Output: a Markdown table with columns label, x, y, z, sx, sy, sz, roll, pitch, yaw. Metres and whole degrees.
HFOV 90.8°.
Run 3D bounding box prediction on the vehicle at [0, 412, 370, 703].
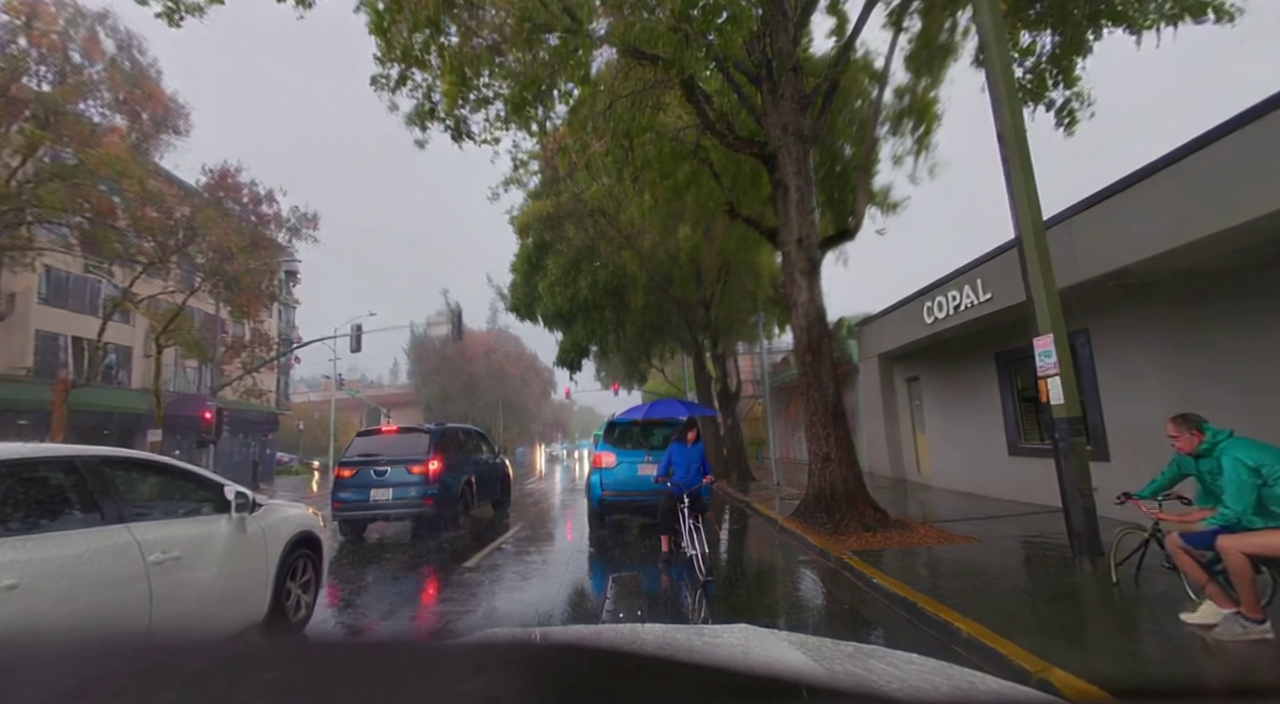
| label | x | y | z | sx | sy | sz | roll | pitch | yaw |
| --- | --- | --- | --- | --- | --- | --- | --- | --- | --- |
| vehicle | -3.554 | 1.173 | 3.694 | 2.064 | 1.486 | 4.140 | 0 | -9 | 1 |

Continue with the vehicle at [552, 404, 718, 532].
| label | x | y | z | sx | sy | sz | roll | pitch | yaw |
| --- | --- | --- | --- | --- | --- | --- | --- | --- | --- |
| vehicle | -0.110 | 2.092 | 11.896 | 2.426 | 1.882 | 5.027 | 0 | -9 | -1 |

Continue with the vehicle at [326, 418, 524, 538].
| label | x | y | z | sx | sy | sz | roll | pitch | yaw |
| --- | --- | --- | --- | --- | --- | --- | --- | --- | --- |
| vehicle | -3.597 | 2.204 | 11.630 | 2.046 | 1.750 | 4.452 | 0 | -9 | 0 |
